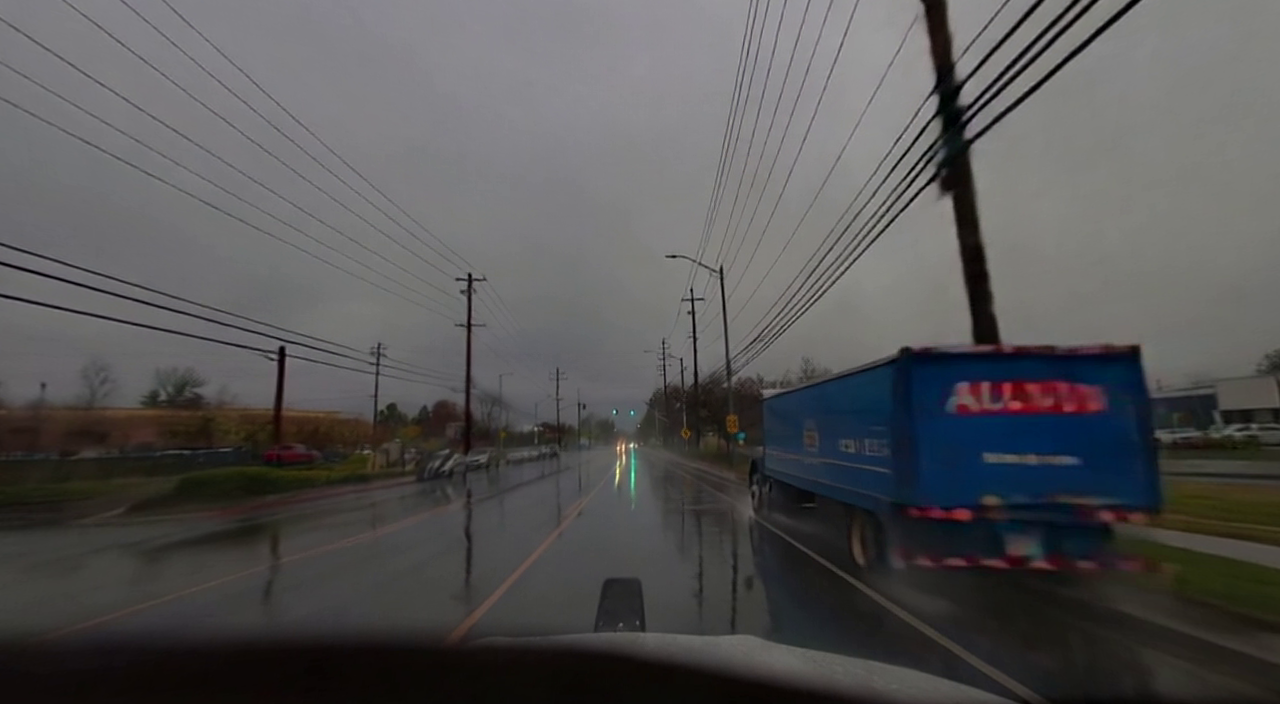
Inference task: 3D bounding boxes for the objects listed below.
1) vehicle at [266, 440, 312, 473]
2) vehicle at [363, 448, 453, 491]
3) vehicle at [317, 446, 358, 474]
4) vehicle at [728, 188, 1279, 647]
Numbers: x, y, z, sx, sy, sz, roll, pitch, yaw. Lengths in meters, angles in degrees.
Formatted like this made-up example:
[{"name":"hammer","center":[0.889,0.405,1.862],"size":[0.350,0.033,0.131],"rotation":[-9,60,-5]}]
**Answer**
[{"name":"vehicle","center":[-21.526,6.403,38.894],"size":[1.954,1.868,4.977],"rotation":[3,-9,-24]},{"name":"vehicle","center":[-8.833,4.502,24.517],"size":[1.939,1.480,4.632],"rotation":[0,-9,-3]},{"name":"vehicle","center":[-18.946,6.785,39.715],"size":[1.795,1.535,4.163],"rotation":[0,-9,-18]},{"name":"vehicle","center":[3.690,1.030,8.977],"size":[3.168,3.106,9.350],"rotation":[0,-8,-2]}]
